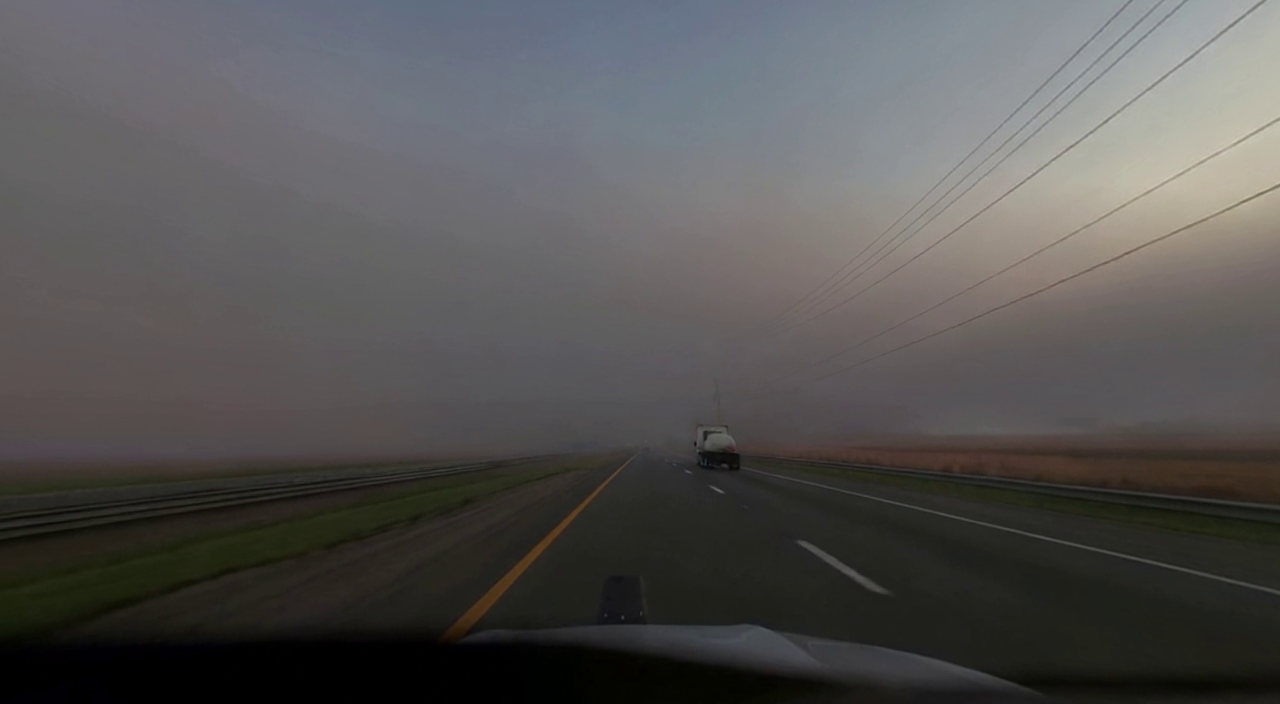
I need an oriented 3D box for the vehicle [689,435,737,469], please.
[{"bbox_3d":[4.323,6.029,38.037,2.228,1.852,5.449,0,-8,0],"label":"vehicle"}]
